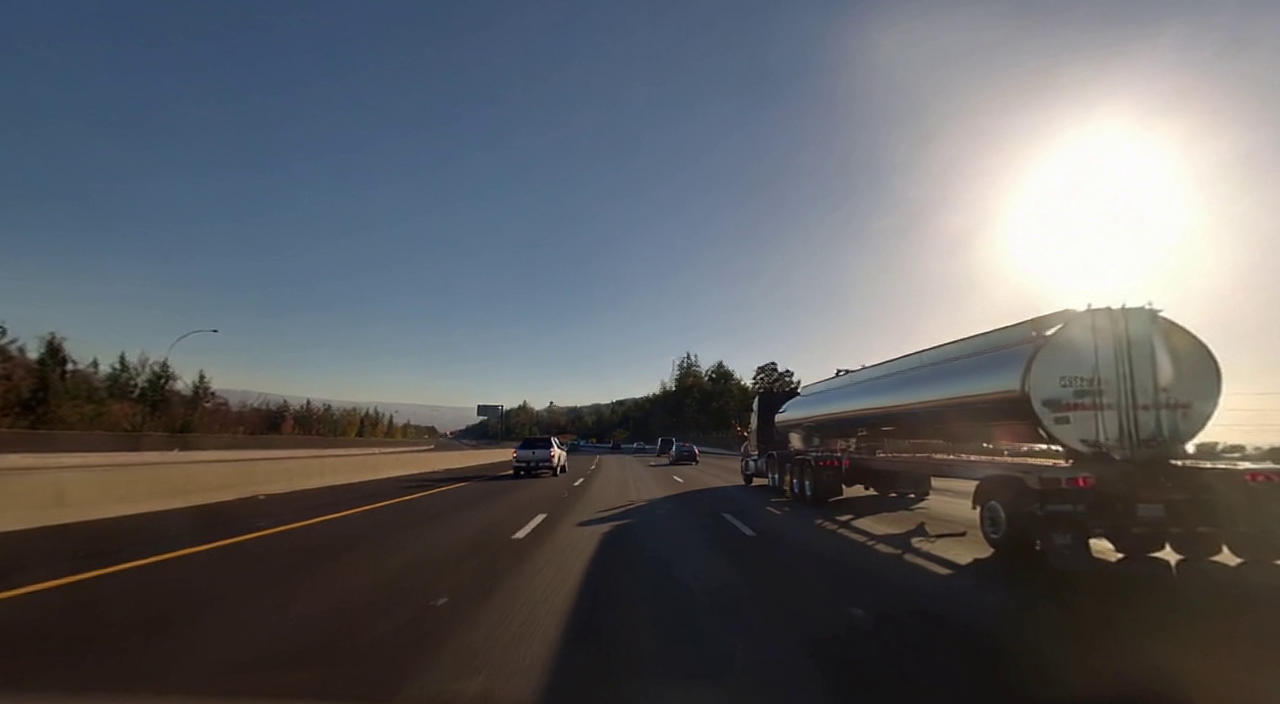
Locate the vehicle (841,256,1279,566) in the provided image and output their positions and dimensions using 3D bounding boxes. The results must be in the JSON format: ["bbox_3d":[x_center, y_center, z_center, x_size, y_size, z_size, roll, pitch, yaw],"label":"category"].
[{"bbox_3d":[7.477,1.385,12.412,3.554,3.573,10.307,0,-9,-1],"label":"vehicle"}]

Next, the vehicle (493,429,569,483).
[{"bbox_3d":[-3.965,3.883,23.840,2.149,1.843,4.348,0,-9,-1],"label":"vehicle"}]

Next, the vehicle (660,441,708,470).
[{"bbox_3d":[2.398,5.820,35.770,2.053,1.510,4.400,1,-9,-4],"label":"vehicle"}]
